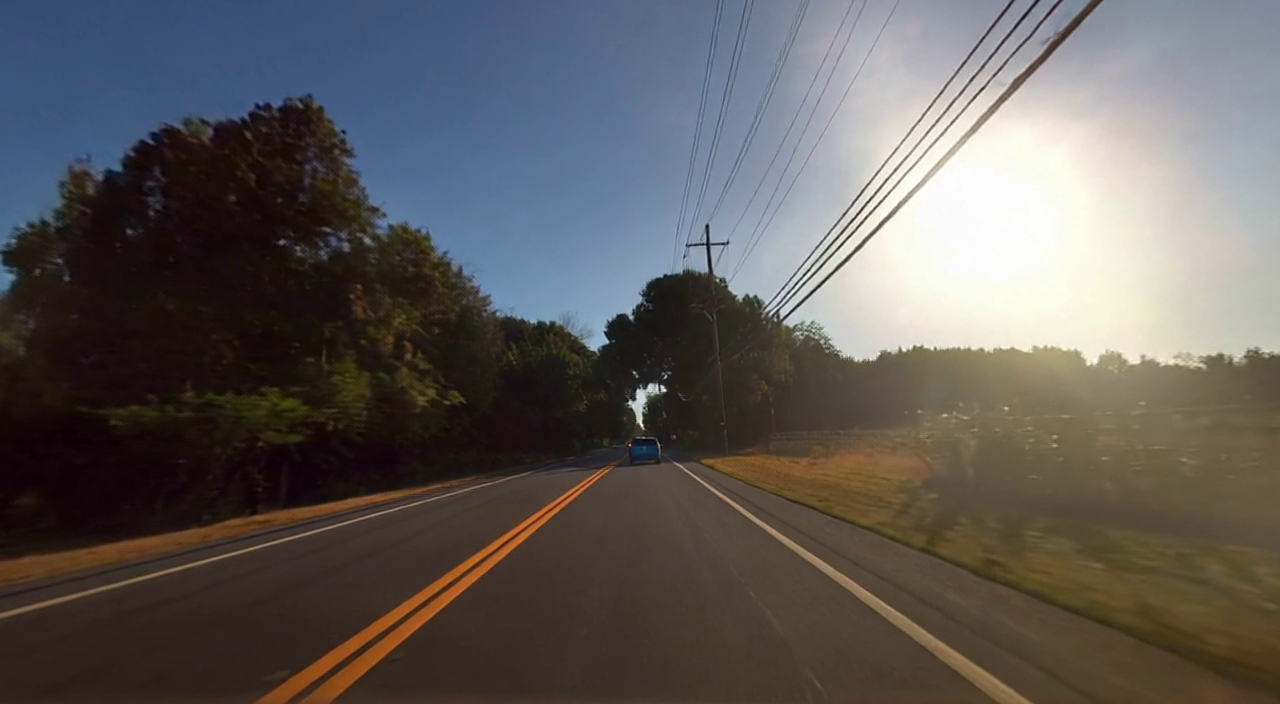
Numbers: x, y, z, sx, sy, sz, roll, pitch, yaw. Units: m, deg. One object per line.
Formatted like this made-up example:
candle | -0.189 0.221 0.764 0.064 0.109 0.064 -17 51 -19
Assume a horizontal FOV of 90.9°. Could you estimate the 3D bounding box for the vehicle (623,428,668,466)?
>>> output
vehicle | 0.299 5.582 37.038 2.468 2.056 4.422 0 -8 0
